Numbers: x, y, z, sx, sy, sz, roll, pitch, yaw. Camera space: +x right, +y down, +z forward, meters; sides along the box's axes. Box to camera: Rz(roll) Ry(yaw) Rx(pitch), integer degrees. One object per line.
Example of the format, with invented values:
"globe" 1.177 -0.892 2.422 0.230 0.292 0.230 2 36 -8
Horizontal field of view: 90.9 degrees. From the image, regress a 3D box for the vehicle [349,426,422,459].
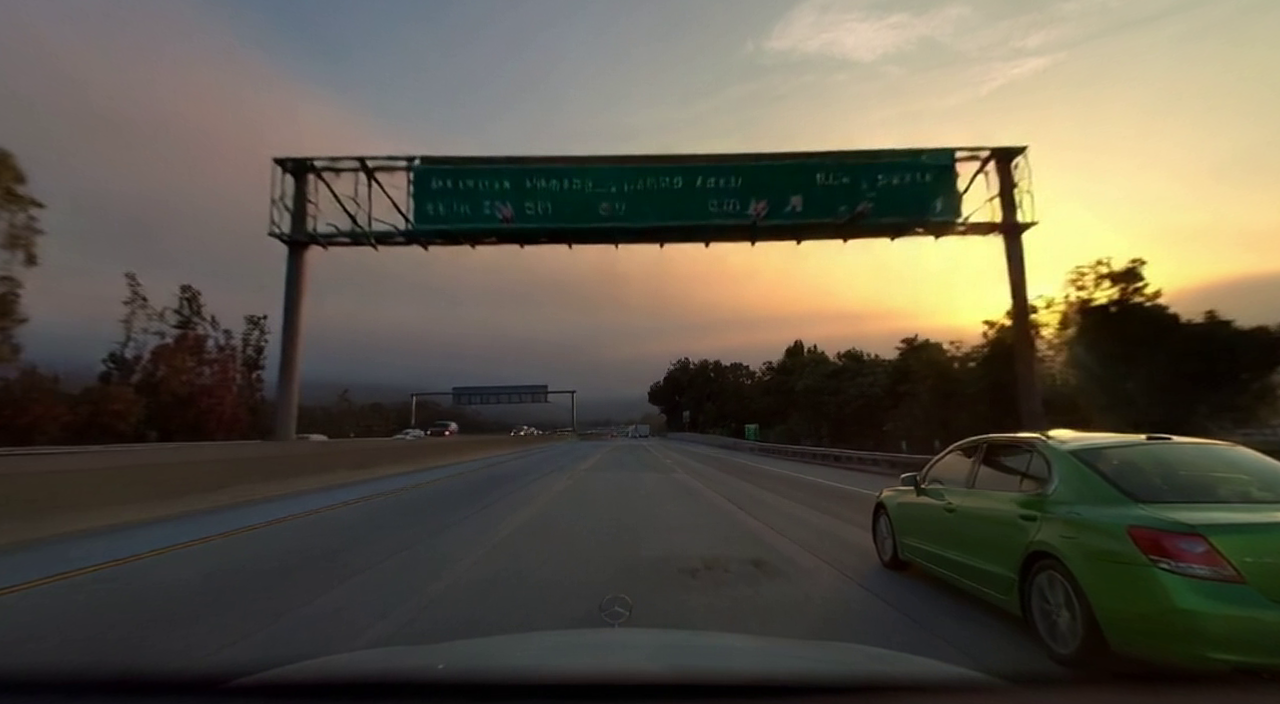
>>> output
"vehicle" -12.843 4.606 32.074 1.880 1.531 4.487 0 -8 -1
